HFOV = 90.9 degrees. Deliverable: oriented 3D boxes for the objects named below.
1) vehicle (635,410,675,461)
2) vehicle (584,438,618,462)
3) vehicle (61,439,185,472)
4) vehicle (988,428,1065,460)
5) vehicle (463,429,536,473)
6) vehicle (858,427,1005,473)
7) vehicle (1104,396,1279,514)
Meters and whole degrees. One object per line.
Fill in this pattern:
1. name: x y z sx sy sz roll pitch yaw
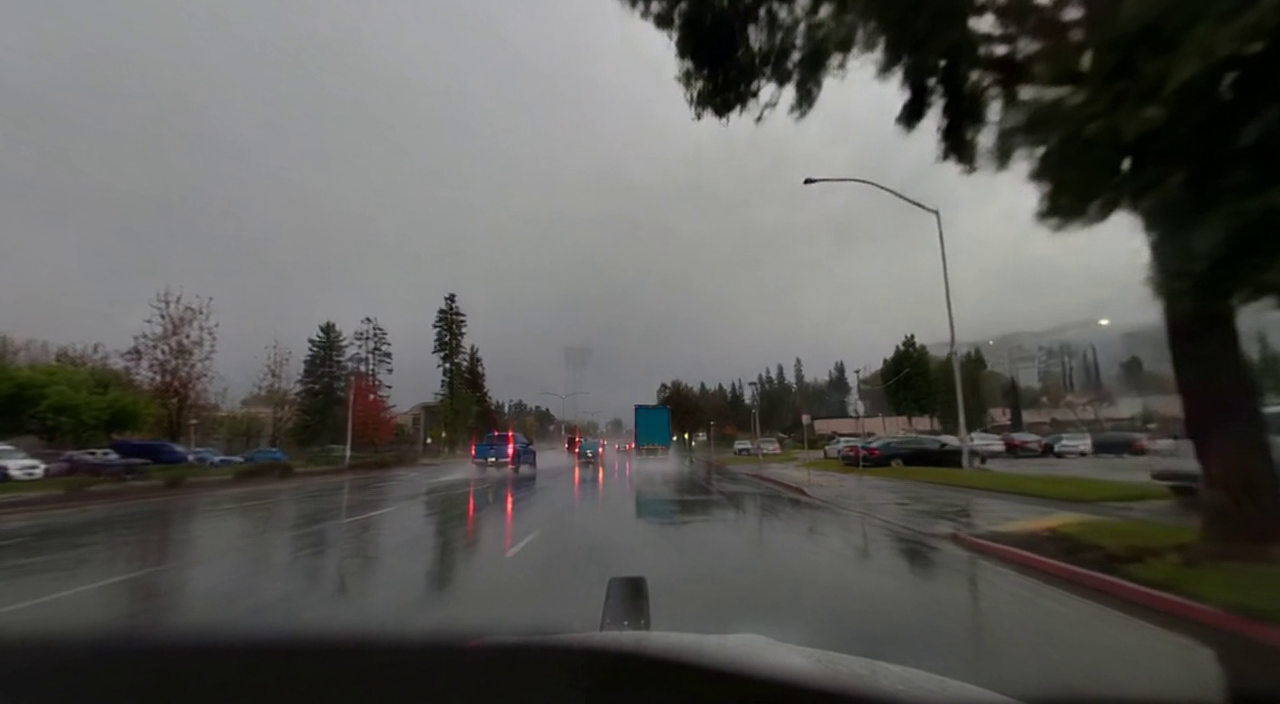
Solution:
1. vehicle: 1.096 6.639 49.864 2.905 3.644 8.441 0 -8 0
2. vehicle: -2.773 7.117 45.800 2.114 1.663 4.381 0 -8 2
3. vehicle: -34.082 6.838 41.695 6.188 2.110 2.333 0 -8 2
4. vehicle: 23.183 5.555 37.999 1.976 1.760 4.350 0 -8 3
5. vehicle: -6.617 4.745 30.363 2.149 1.893 5.187 0 -8 2
6. vehicle: 10.510 3.557 22.964 4.346 1.595 1.964 0 -8 0
7. vehicle: 11.042 1.701 10.571 4.838 1.761 2.018 0 -8 1
